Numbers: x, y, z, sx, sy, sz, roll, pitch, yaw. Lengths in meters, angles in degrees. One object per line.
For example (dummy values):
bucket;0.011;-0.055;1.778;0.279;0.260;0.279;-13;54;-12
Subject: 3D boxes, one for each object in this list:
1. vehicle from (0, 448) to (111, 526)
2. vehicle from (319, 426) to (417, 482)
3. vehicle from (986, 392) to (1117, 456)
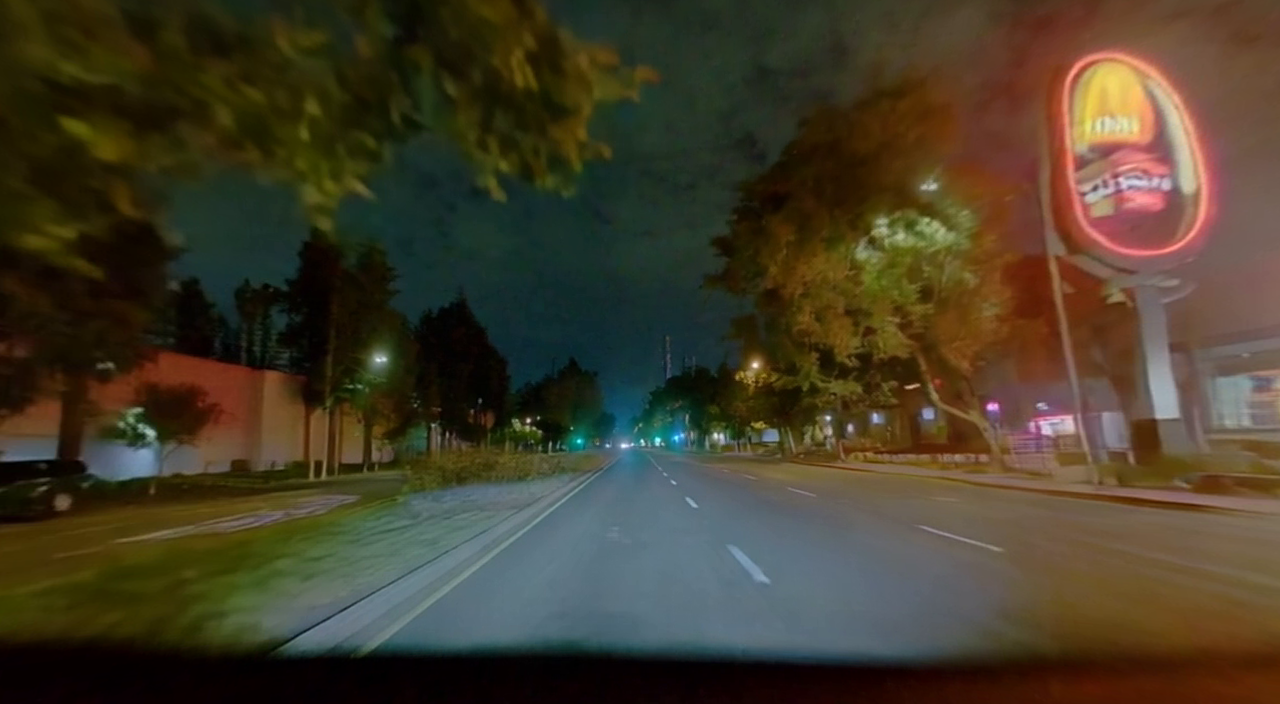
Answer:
vehicle;-19.367;3.981;18.521;2.648;2.106;6.148;-2;-8;-3
vehicle;-19.569;7.410;46.281;2.966;3.698;9.217;0;-9;0
vehicle;28.896;5.101;44.309;8.627;4.134;2.881;3;-9;-21
